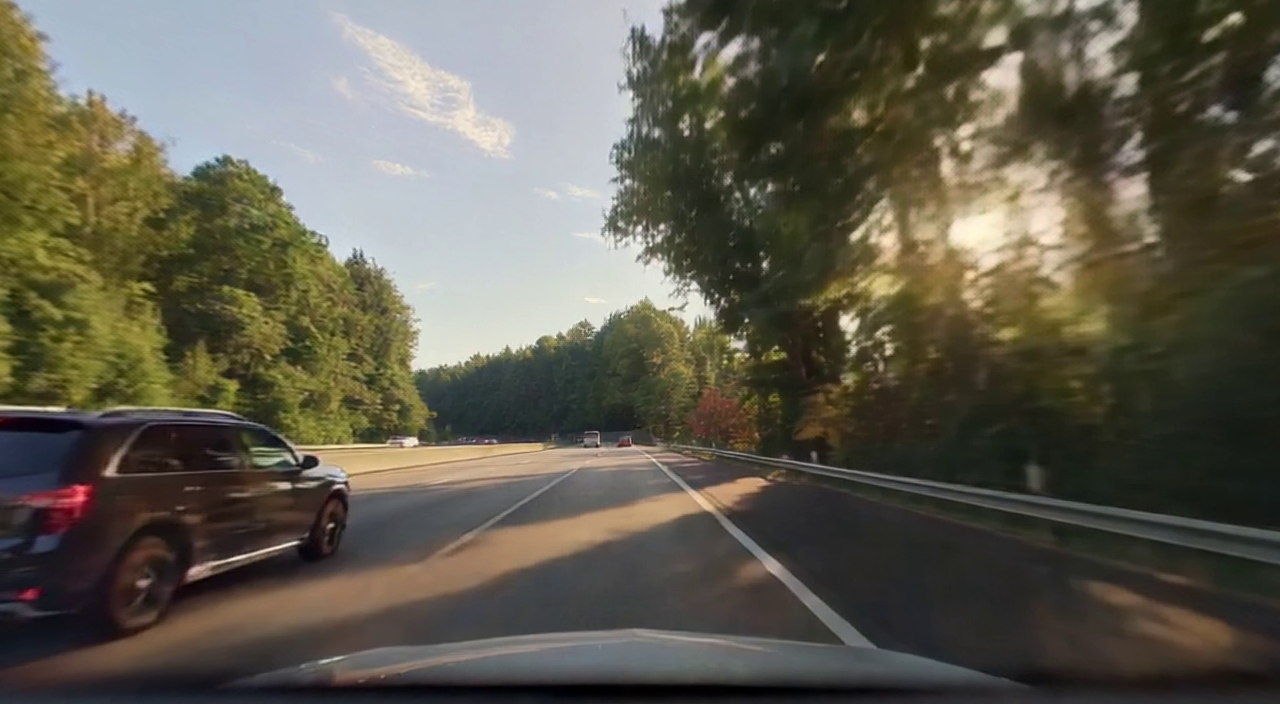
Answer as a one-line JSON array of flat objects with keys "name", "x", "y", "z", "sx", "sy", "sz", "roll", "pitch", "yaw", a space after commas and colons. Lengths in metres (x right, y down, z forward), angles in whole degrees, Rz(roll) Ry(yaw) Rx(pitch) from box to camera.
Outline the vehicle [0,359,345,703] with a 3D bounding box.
[{"name": "vehicle", "x": -4.102, "y": 1.074, "z": 4.495, "sx": 2.034, "sy": 1.675, "sz": 4.080, "roll": 0, "pitch": -8, "yaw": -1}]
